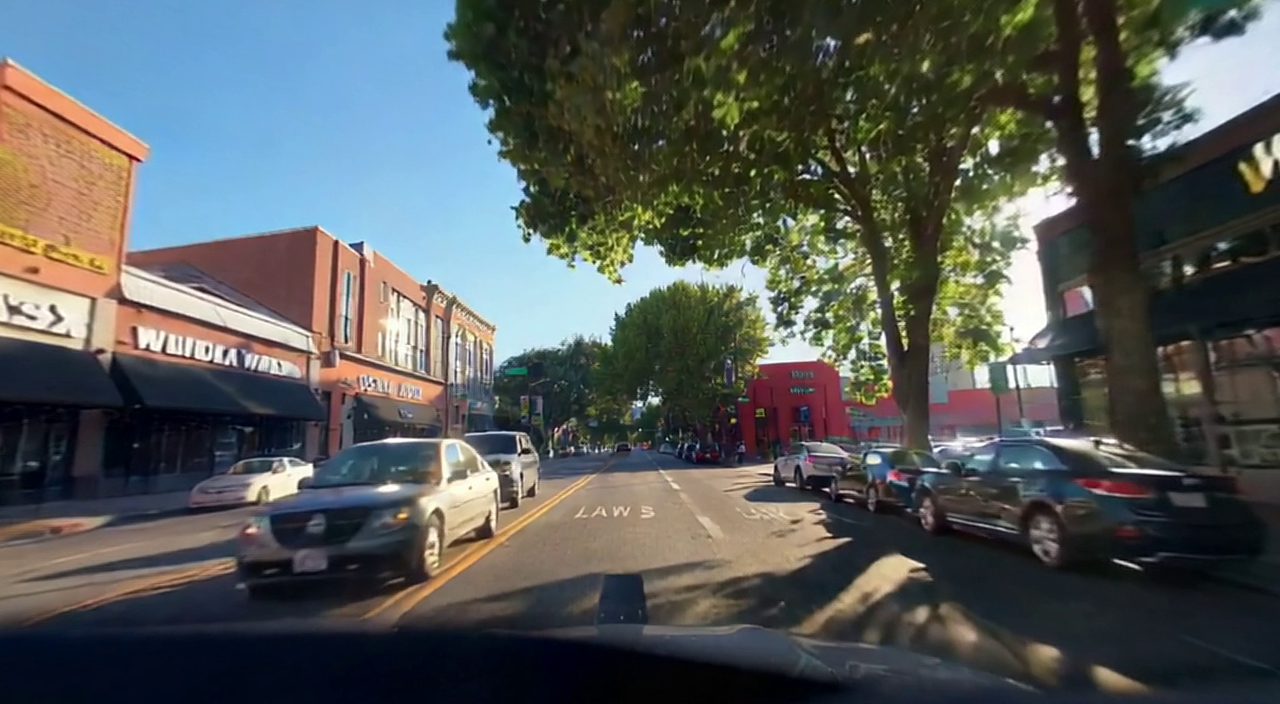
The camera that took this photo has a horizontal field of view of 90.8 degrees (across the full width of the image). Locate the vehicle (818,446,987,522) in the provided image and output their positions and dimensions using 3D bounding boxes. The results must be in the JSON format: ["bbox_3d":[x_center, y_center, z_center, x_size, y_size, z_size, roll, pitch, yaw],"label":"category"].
[{"bbox_3d":[5.895,2.971,14.953,1.910,1.471,4.758,0,-8,-1],"label":"vehicle"}]

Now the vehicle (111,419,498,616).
[{"bbox_3d":[-3.134,1.622,7.200,2.013,1.527,4.335,0,-8,0],"label":"vehicle"}]

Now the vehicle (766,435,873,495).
[{"bbox_3d":[5.922,3.786,21.590,2.150,1.805,4.870,0,-8,-1],"label":"vehicle"}]

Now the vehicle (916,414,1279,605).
[{"bbox_3d":[5.852,1.837,8.405,2.116,1.780,4.682,0,-8,-2],"label":"vehicle"}]
